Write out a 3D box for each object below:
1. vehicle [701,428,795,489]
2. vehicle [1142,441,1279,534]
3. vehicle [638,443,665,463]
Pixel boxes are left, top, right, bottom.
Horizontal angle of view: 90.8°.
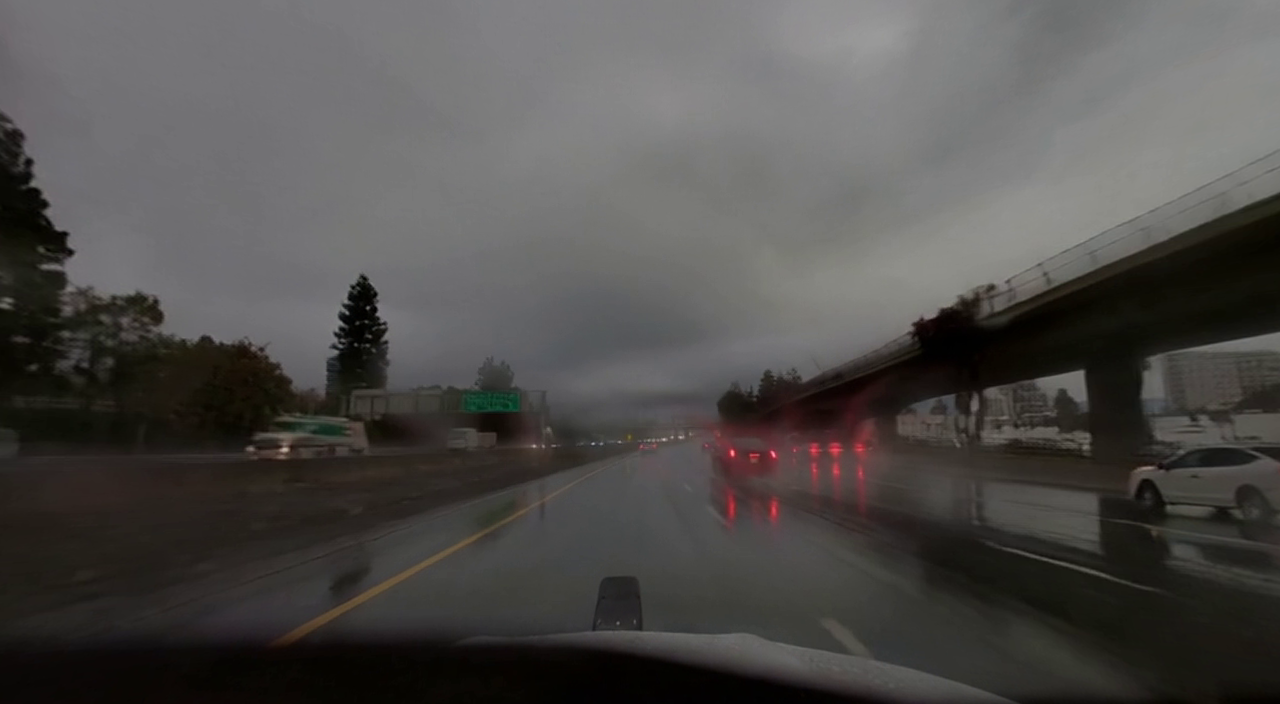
[{"bbox_3d":[3.414,3.521,21.114,2.226,1.779,4.835,0,-9,-1],"label":"vehicle"},{"bbox_3d":[11.014,2.192,10.395,1.827,1.448,4.370,0,-9,-1],"label":"vehicle"},{"bbox_3d":[0.887,7.828,48.997,2.046,1.475,3.784,-1,-9,1],"label":"vehicle"}]
